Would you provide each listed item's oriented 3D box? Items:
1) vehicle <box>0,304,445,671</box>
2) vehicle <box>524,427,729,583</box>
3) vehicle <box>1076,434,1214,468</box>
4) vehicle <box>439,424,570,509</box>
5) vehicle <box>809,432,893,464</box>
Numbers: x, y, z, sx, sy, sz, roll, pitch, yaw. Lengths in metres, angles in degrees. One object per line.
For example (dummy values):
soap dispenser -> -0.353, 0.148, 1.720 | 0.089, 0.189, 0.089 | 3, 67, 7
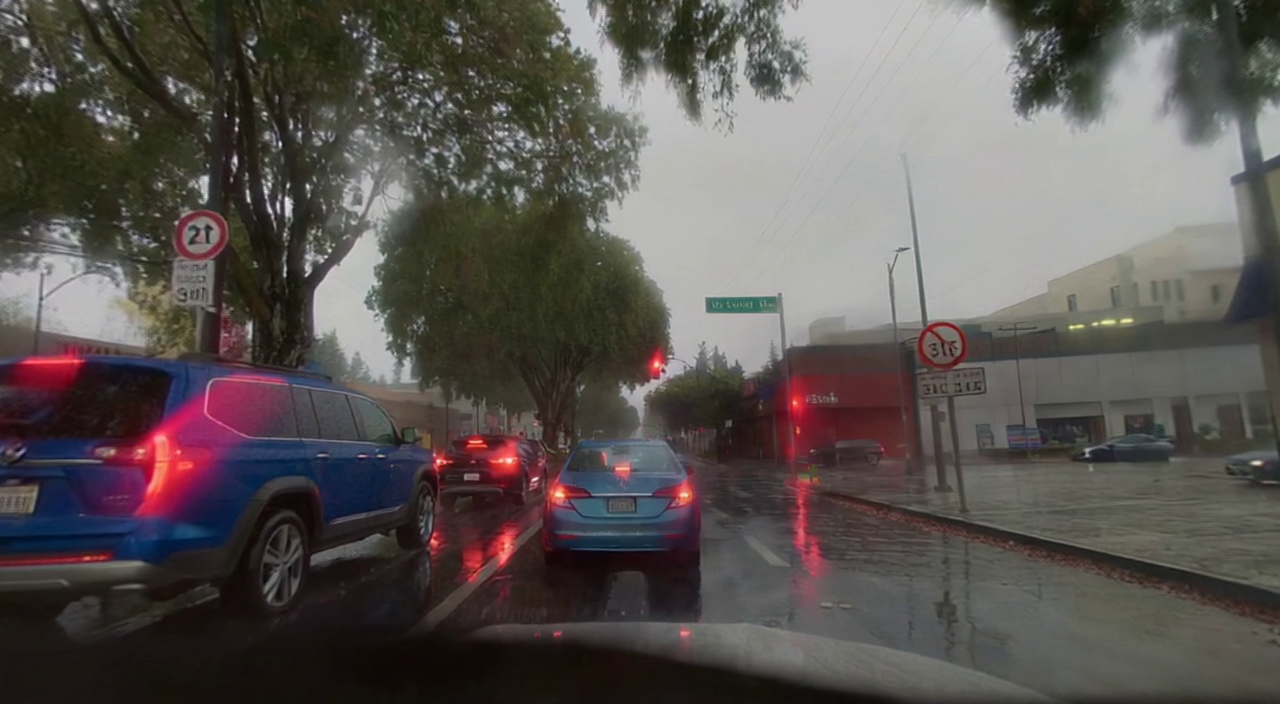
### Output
vehicle -> -3.817, 1.130, 6.212 | 2.152, 2.118, 5.066 | 0, -8, 0
vehicle -> -0.163, 1.784, 8.185 | 1.966, 1.481, 4.146 | 0, -8, -1
vehicle -> 23.786, 4.687, 29.854 | 4.809, 1.476, 1.845 | -6, -9, 32
vehicle -> -2.931, 2.594, 14.598 | 2.047, 1.664, 4.148 | 0, -8, 1
vehicle -> 11.953, 5.482, 35.771 | 4.116, 1.719, 2.069 | -1, -9, 7
